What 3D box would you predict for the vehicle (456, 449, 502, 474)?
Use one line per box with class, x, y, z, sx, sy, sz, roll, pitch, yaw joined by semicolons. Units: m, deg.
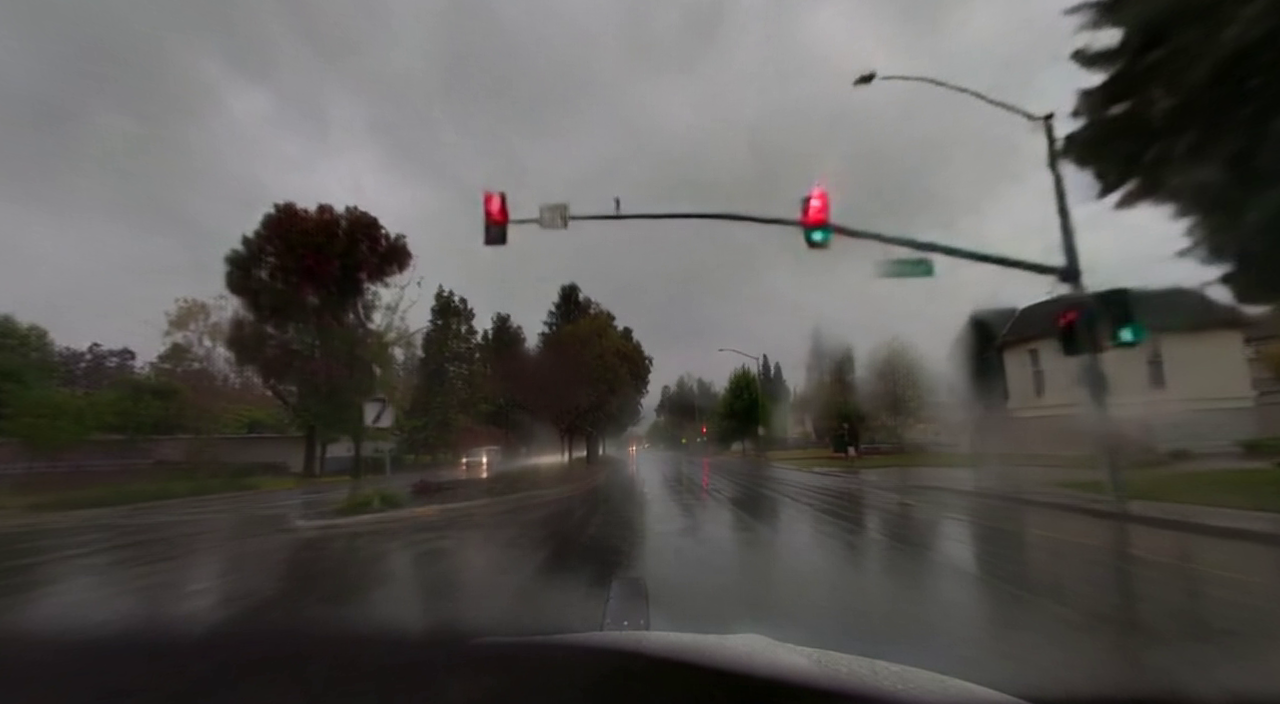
vehicle;-11.880;8.123;46.966;2.010;1.733;4.868;0;-9;2
